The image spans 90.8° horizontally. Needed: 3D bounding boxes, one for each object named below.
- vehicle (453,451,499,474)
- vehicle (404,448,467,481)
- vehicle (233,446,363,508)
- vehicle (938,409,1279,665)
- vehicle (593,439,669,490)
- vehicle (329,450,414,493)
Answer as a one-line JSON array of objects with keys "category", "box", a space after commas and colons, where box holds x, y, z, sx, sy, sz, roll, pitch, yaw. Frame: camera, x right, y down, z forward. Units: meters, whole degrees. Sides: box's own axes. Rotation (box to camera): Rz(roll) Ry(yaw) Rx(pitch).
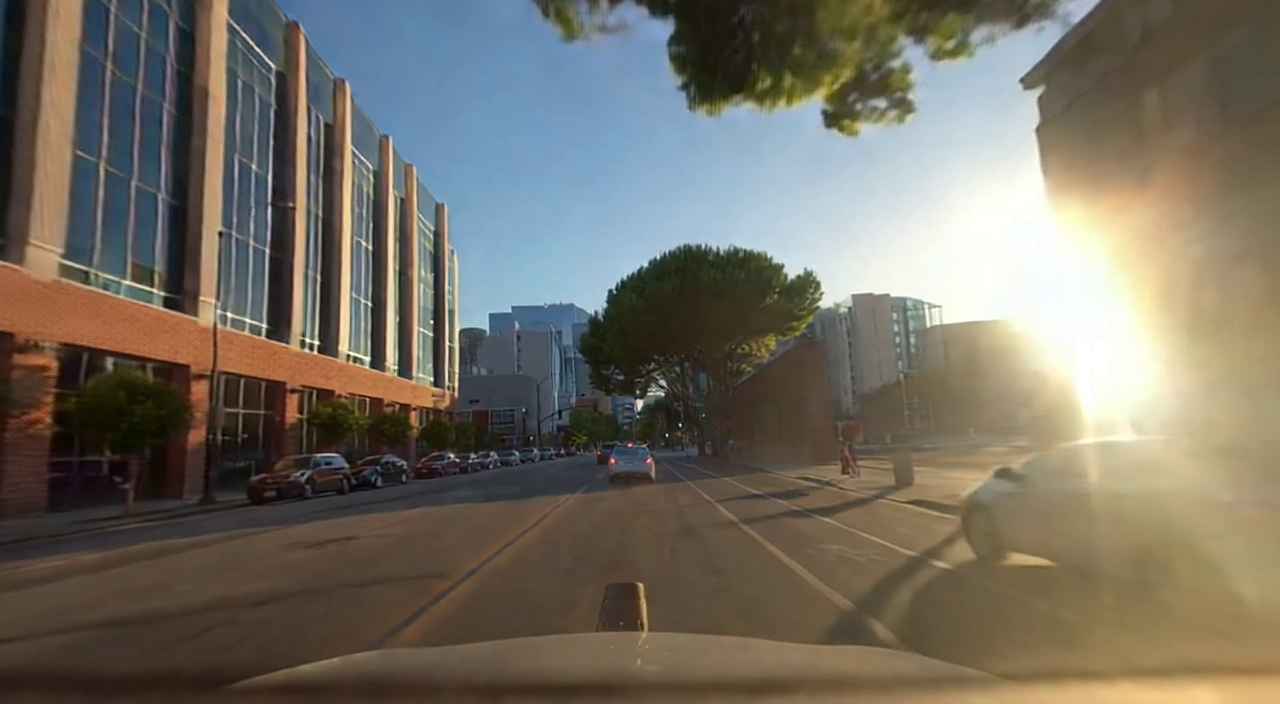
[{"category": "vehicle", "box": [-11.642, 7.873, 45.243, 1.991, 1.507, 4.879, 0, -8, 0]}, {"category": "vehicle", "box": [-11.893, 6.540, 37.104, 2.077, 1.732, 4.704, 0, -8, 1]}, {"category": "vehicle", "box": [-11.936, 4.336, 22.515, 2.114, 1.938, 4.590, 0, -8, -1]}, {"category": "vehicle", "box": [4.960, 1.458, 5.963, 2.075, 1.584, 4.201, 0, -9, -2]}, {"category": "vehicle", "box": [-0.253, 3.627, 20.760, 2.269, 1.479, 3.980, 0, -8, 0]}, {"category": "vehicle", "box": [-11.806, 5.236, 28.103, 1.881, 1.686, 4.451, 0, -8, -1]}]
